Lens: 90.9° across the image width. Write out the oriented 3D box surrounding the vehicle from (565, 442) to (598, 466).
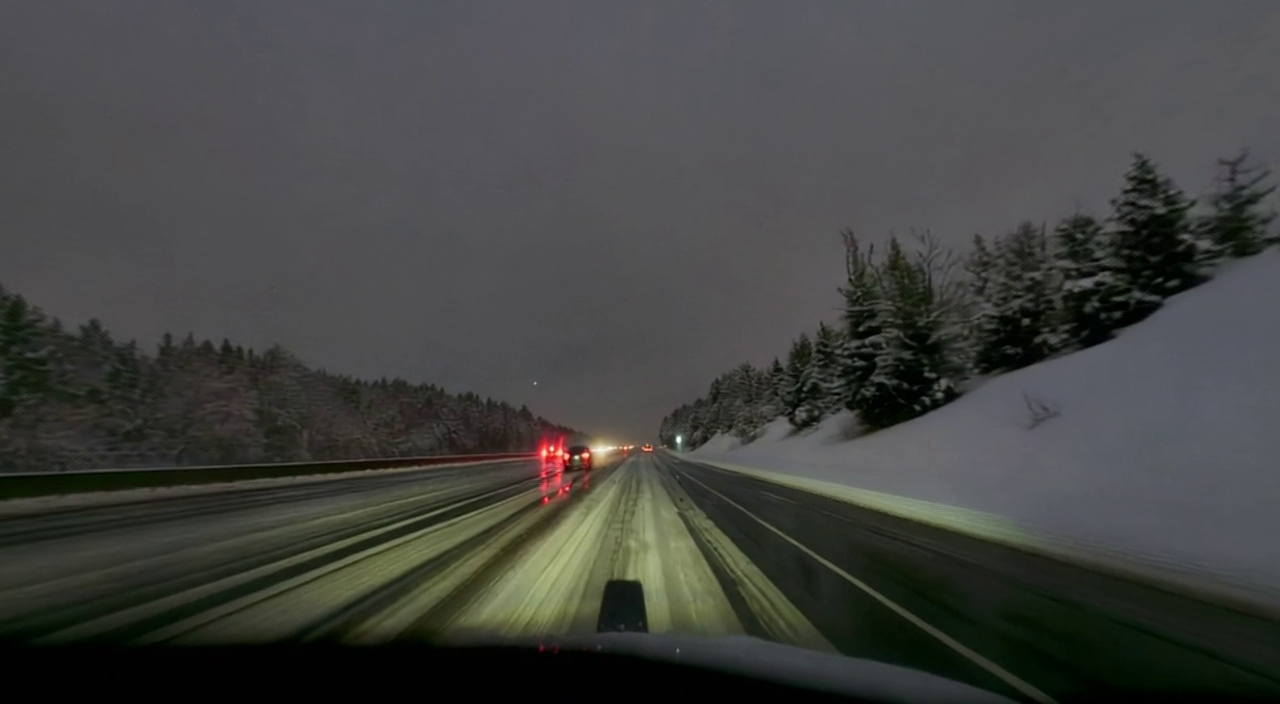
[{"bbox_3d":[-3.827,6.740,41.782,1.786,1.488,4.023,0,-8,0],"label":"vehicle"}]
